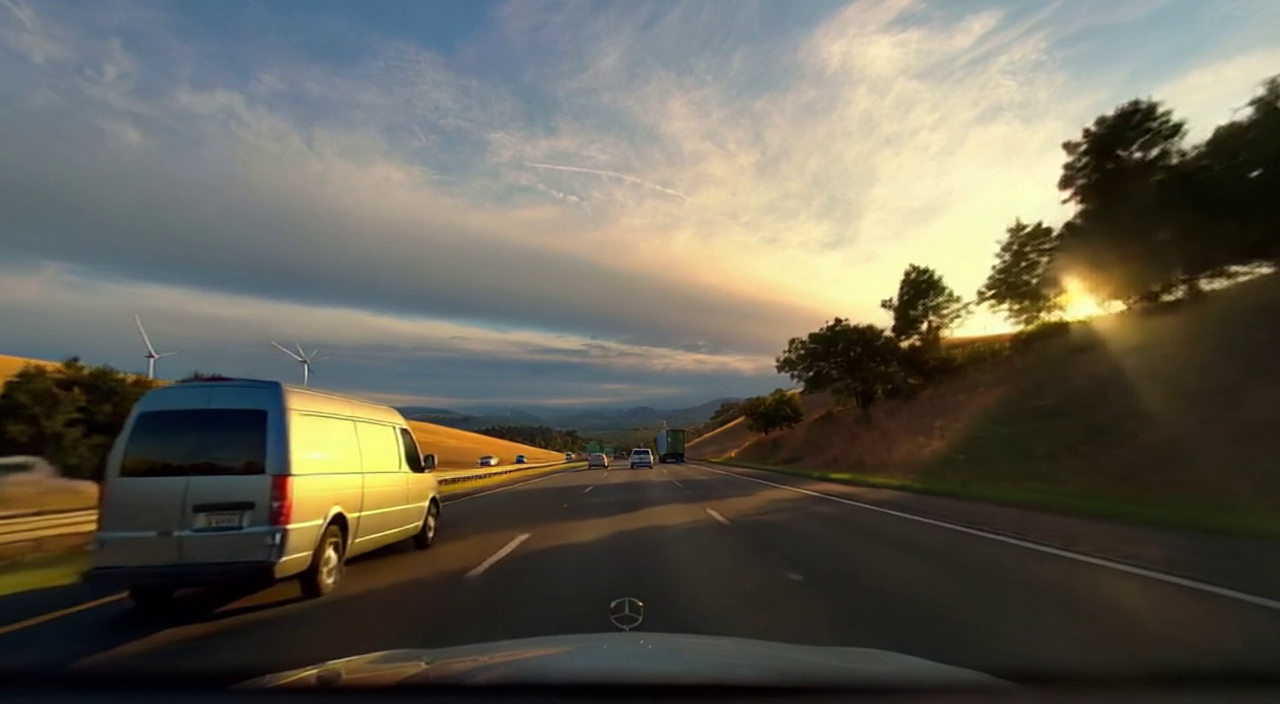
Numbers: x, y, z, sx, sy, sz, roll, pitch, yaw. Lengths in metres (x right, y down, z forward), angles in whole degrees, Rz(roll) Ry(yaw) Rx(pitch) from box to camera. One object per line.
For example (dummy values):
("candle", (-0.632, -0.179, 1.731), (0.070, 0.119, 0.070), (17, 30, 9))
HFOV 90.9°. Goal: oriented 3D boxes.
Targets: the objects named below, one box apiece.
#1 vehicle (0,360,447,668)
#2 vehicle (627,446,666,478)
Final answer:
("vehicle", (-3.862, 1.407, 6.497), (2.238, 1.984, 4.650), (0, -9, 0))
("vehicle", (0.360, 6.200, 35.840), (2.083, 1.689, 4.083), (-1, -9, 0))
